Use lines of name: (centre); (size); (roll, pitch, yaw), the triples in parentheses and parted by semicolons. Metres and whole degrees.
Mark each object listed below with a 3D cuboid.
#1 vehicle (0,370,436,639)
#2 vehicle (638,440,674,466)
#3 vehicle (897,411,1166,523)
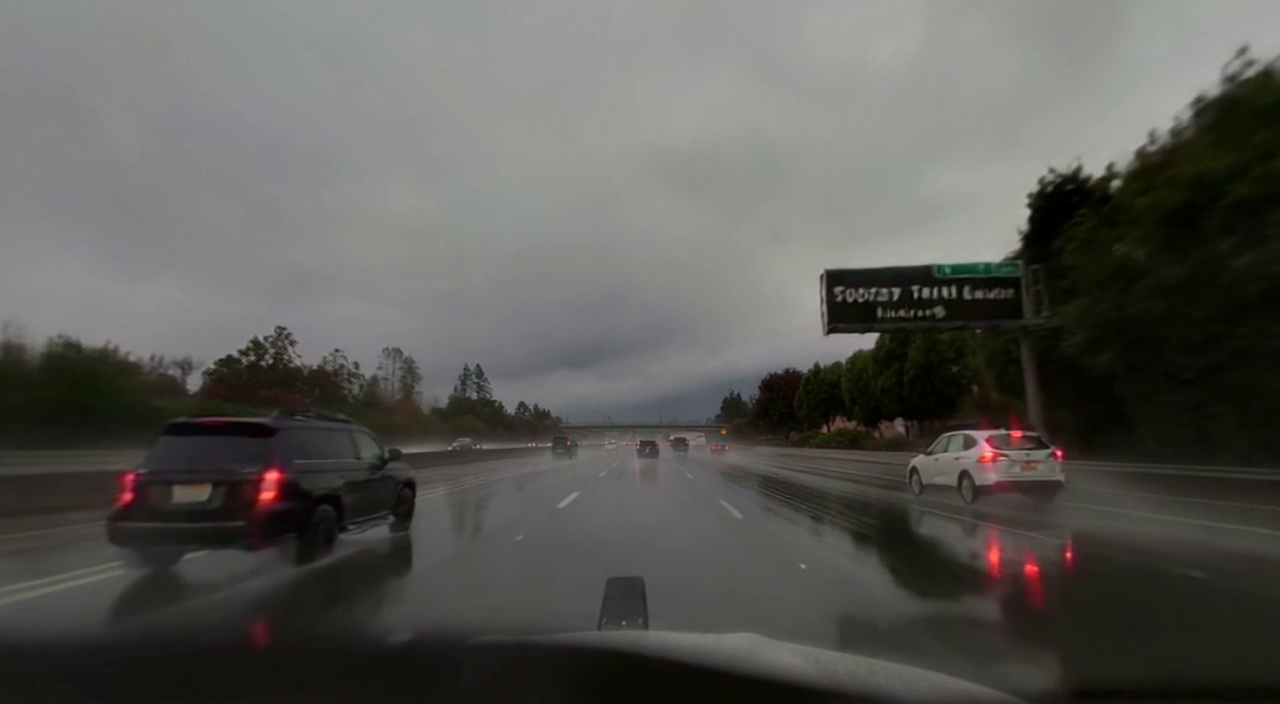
vehicle: (-4.036, 1.351, 6.630); (2.118, 1.750, 4.875); (0, -8, 0)
vehicle: (0.905, 6.104, 38.368); (2.050, 1.452, 3.917); (0, -8, -1)
vehicle: (7.284, 2.205, 12.607); (2.123, 1.756, 4.959); (0, -8, -1)
